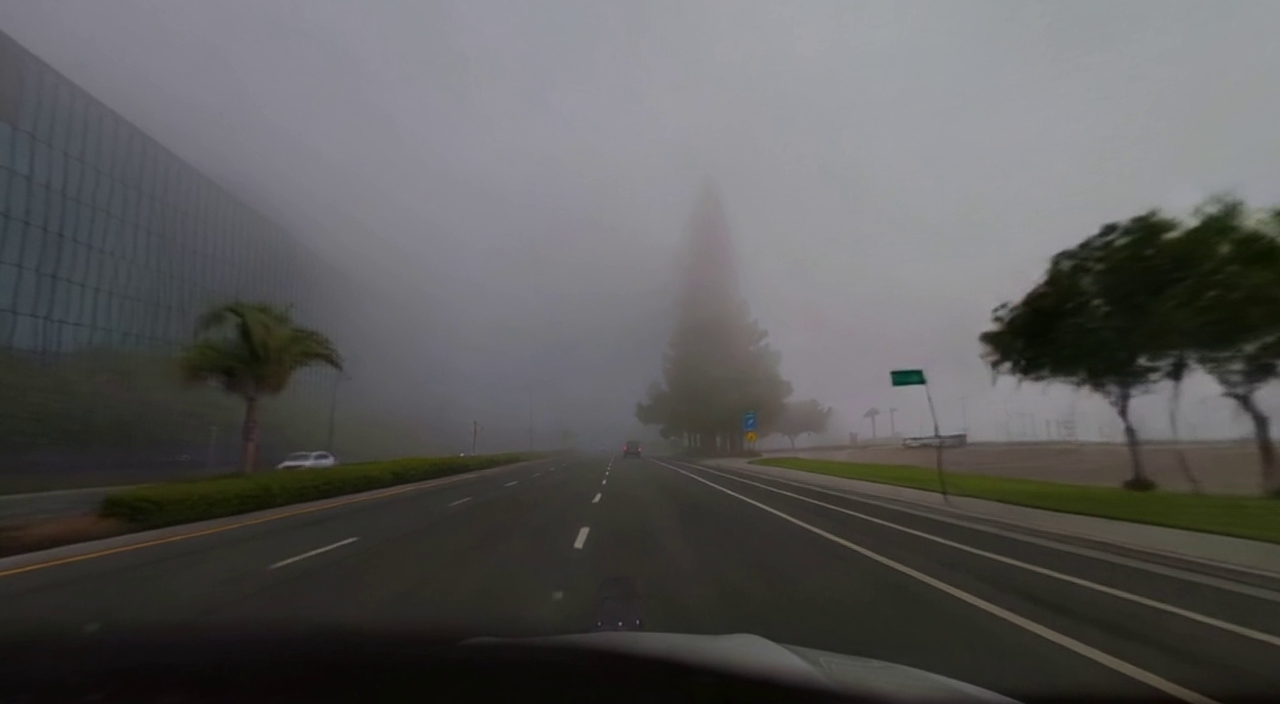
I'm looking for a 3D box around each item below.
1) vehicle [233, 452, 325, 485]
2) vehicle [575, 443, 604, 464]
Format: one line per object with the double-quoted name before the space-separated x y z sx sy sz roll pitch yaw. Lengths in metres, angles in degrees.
"vehicle" -18.107 5.841 32.005 1.972 1.457 4.716 -1 -8 -2
"vehicle" -3.882 7.853 49.034 2.080 1.445 4.096 -1 -8 -2
